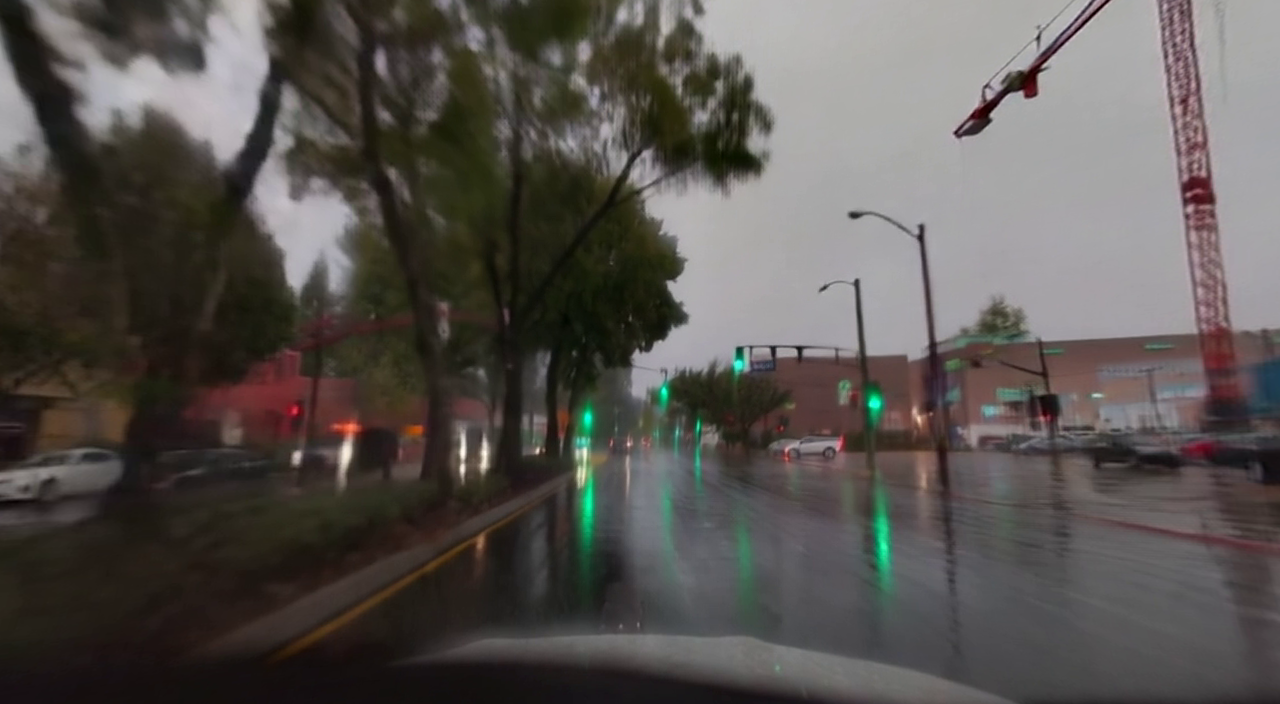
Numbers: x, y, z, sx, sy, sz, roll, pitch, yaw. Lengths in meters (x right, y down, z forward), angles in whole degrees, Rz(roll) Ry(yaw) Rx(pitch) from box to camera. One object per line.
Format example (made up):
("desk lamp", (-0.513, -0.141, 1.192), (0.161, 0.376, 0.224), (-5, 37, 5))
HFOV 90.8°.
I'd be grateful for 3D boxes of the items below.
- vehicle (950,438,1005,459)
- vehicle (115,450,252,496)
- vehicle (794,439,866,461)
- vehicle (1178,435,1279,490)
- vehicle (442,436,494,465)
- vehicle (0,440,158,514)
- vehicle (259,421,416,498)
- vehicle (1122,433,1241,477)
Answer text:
("vehicle", (24.790, 7.091, 46.326), (3.995, 1.463, 1.862), (6, -10, -35))
("vehicle", (-16.573, 4.358, 23.250), (1.765, 1.473, 4.423), (0, -9, -1))
("vehicle", (13.553, 7.014, 45.159), (4.506, 1.479, 1.924), (0, -9, 1))
("vehicle", (17.758, 3.150, 18.316), (1.758, 1.425, 4.358), (-3, -9, 19))
("vehicle", (-12.451, 7.167, 46.084), (2.249, 1.952, 5.746), (0, -8, -1))
("vehicle", (-16.338, 3.390, 17.689), (2.070, 1.774, 4.549), (0, -9, 0))
("vehicle", (-8.671, 3.129, 18.778), (2.227, 1.956, 4.978), (0, -8, -1))
("vehicle", (19.695, 3.761, 23.234), (1.777, 1.441, 3.976), (-3, -9, 17))
